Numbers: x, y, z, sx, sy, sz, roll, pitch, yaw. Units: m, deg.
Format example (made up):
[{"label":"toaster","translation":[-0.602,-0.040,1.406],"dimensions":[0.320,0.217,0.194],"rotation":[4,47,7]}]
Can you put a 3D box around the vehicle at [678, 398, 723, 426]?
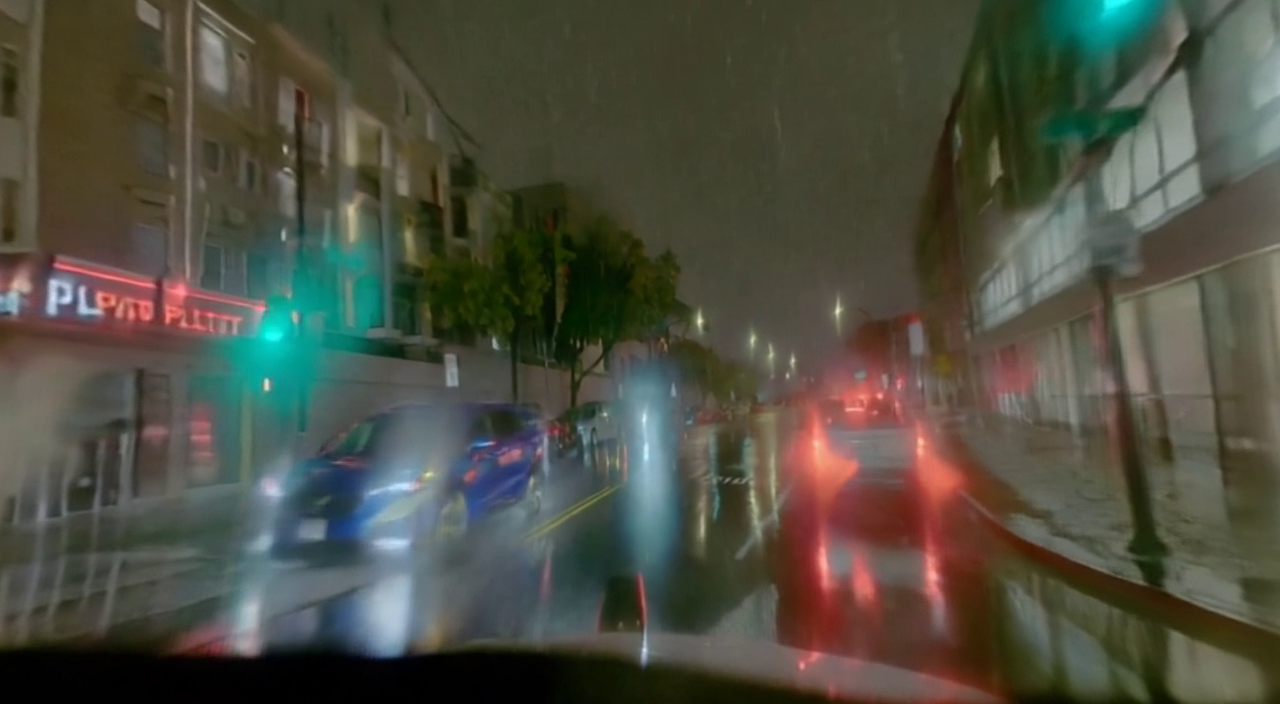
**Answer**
[{"label":"vehicle","translation":[4.240,4.101,43.798],"dimensions":[1.948,1.693,4.325],"rotation":[-6,-6,19]}]

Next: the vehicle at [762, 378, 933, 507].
[{"label":"vehicle","translation":[3.174,1.374,9.673],"dimensions":[1.892,1.481,4.365],"rotation":[-4,-8,19]}]

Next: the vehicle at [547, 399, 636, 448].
[{"label":"vehicle","translation":[-1.816,2.912,25.268],"dimensions":[1.960,1.765,4.343],"rotation":[-4,-8,19]}]

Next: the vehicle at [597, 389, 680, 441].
[{"label":"vehicle","translation":[0.073,3.050,30.898],"dimensions":[2.260,2.136,5.669],"rotation":[-7,-7,17]}]

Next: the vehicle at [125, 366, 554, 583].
[{"label":"vehicle","translation":[-2.879,1.320,7.593],"dimensions":[2.181,1.723,4.692],"rotation":[-3,-8,12]}]
